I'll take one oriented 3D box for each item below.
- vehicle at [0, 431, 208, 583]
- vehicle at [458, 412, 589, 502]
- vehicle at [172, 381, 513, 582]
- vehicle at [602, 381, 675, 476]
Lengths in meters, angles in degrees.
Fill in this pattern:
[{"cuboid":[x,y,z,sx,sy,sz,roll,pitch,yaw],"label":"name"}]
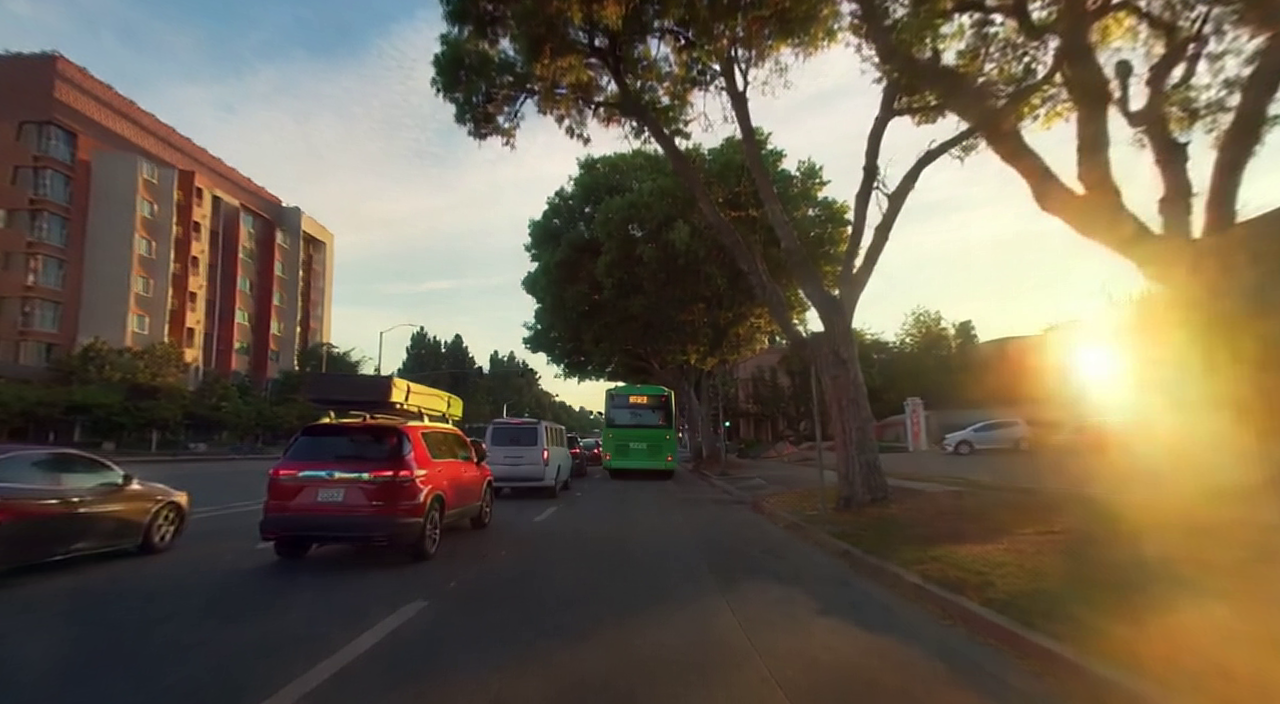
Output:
[{"cuboid":[-7.293,1.633,6.926,1.986,1.473,4.465,0,-9,-1],"label":"vehicle"},{"cuboid":[-3.012,2.933,18.037,2.546,2.125,5.869,0,-9,1],"label":"vehicle"},{"cuboid":[-3.332,1.610,8.576,2.095,1.892,5.043,0,-9,1],"label":"vehicle"},{"cuboid":[-0.020,4.044,32.021,2.970,3.857,12.200,0,-9,0],"label":"vehicle"}]
